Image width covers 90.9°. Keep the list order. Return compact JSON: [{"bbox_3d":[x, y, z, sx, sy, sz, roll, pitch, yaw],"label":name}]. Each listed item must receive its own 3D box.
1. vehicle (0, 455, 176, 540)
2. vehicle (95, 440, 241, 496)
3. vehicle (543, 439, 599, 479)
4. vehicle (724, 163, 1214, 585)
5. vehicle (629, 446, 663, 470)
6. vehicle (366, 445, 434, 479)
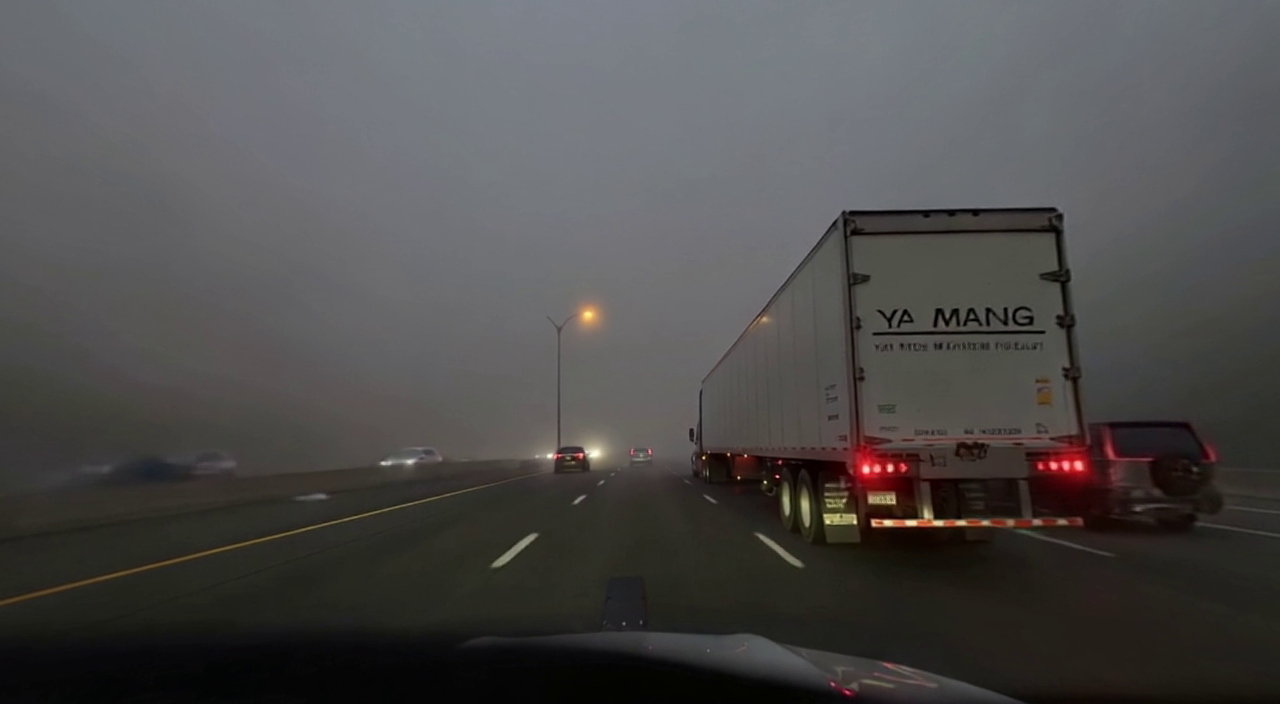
[{"bbox_3d":[-12.641,2.950,13.256,2.044,1.481,4.822,0,-9,1],"label":"vehicle"},{"bbox_3d":[-23.527,5.778,31.930,2.531,2.538,6.239,0,-9,0],"label":"vehicle"},{"bbox_3d":[-3.145,5.011,29.754,2.058,1.711,4.226,0,-9,1],"label":"vehicle"},{"bbox_3d":[3.876,1.056,12.288,2.821,4.077,12.562,0,-9,0],"label":"vehicle"},{"bbox_3d":[0.364,6.792,40.673,2.063,1.469,4.208,0,-9,0],"label":"vehicle"},{"bbox_3d":[-12.729,5.817,33.720,1.957,1.672,4.174,0,-9,1],"label":"vehicle"}]
